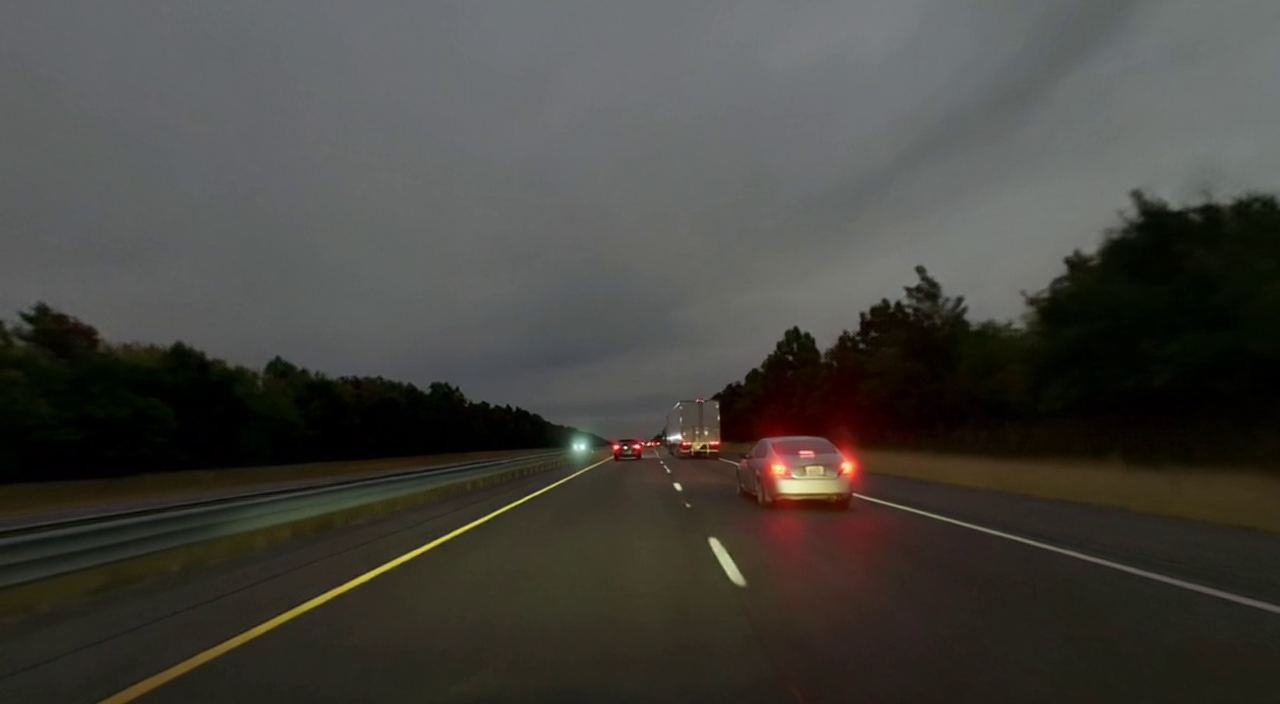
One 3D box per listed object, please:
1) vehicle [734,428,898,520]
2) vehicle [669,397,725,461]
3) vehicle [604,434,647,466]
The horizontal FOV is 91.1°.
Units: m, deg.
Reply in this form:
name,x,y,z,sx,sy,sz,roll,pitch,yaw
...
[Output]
name,x,y,z,sx,sy,sz,roll,pitch,yaw
vehicle,3.299,2.354,12.797,2.072,1.534,4.300,0,-8,0
vehicle,3.959,5.828,47.015,2.919,4.004,13.911,0,-8,0
vehicle,-0.703,5.279,34.264,2.192,1.623,4.887,0,-8,1
